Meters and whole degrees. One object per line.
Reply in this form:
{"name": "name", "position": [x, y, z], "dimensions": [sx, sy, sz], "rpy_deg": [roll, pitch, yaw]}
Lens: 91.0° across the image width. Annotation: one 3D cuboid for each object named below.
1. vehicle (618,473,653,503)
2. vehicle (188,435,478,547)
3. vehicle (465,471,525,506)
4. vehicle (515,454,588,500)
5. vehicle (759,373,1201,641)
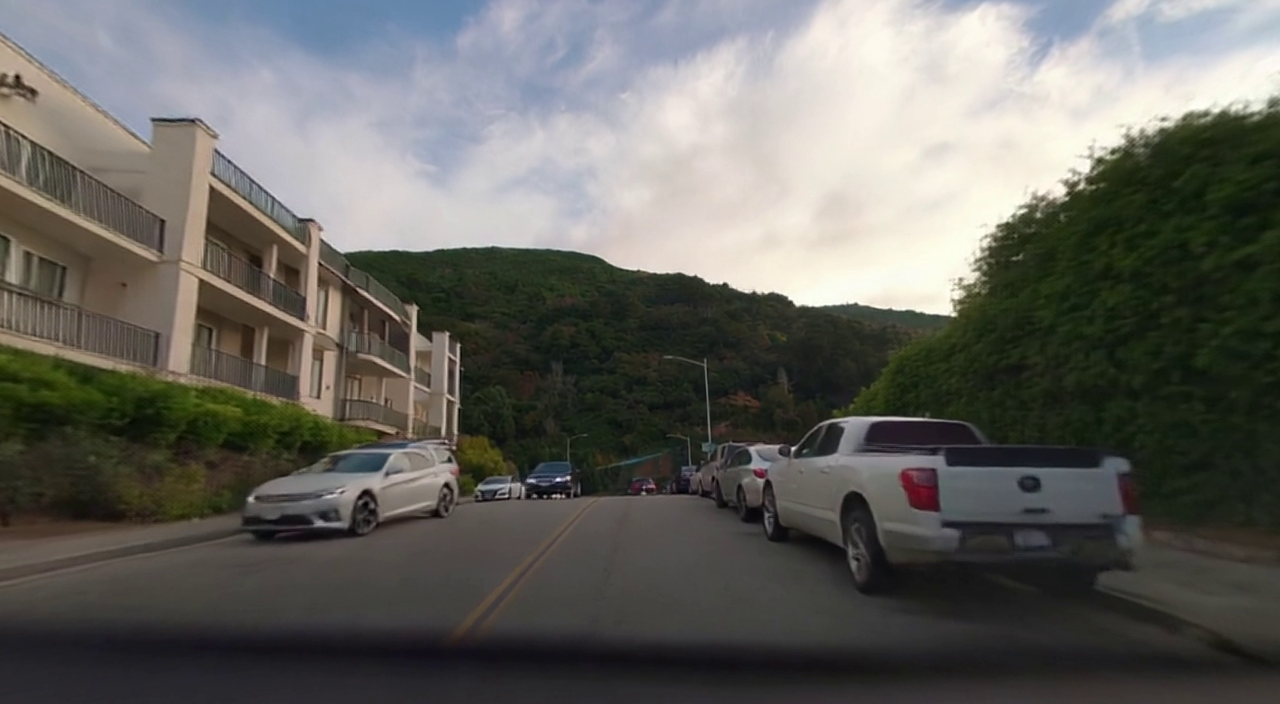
{"name": "vehicle", "position": [-0.367, 9.360, 43.481], "dimensions": [2.201, 1.731, 3.854], "rpy_deg": [0, -8, -3]}
{"name": "vehicle", "position": [-4.874, 2.231, 10.926], "dimensions": [1.856, 1.474, 4.522], "rpy_deg": [-3, -9, 17]}
{"name": "vehicle", "position": [-6.704, 6.347, 29.535], "dimensions": [1.772, 1.415, 4.361], "rpy_deg": [1, -10, 0]}
{"name": "vehicle", "position": [-3.360, 5.014, 24.859], "dimensions": [2.102, 1.621, 4.627], "rpy_deg": [0, -13, 1]}
{"name": "vehicle", "position": [2.777, 1.403, 6.754], "dimensions": [2.072, 1.830, 4.744], "rpy_deg": [0, -8, 0]}
